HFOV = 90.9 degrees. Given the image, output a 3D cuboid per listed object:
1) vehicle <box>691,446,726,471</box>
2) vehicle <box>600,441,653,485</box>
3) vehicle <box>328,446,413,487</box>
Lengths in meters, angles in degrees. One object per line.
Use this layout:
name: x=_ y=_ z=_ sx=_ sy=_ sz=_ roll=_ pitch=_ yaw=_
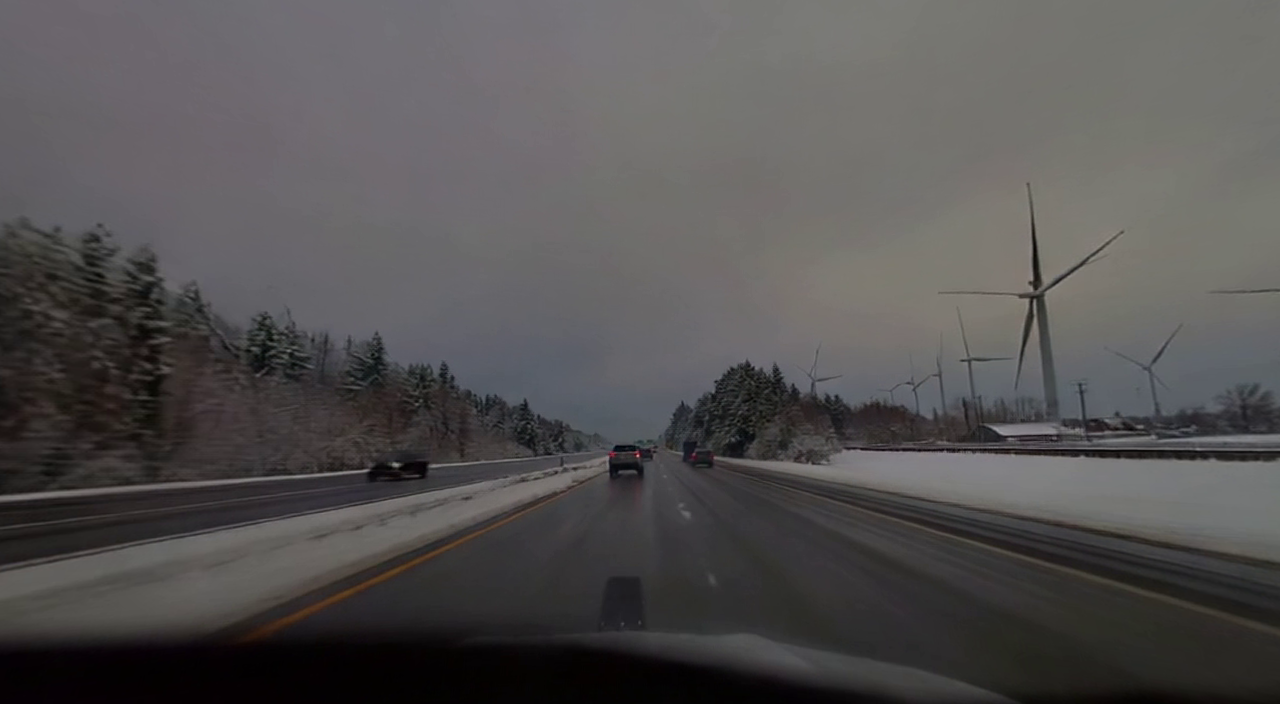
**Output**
vehicle: x=4.828 y=7.570 z=44.922 sx=2.040 sy=1.721 sz=4.507 roll=0 pitch=-9 yaw=1
vehicle: x=-0.508 y=4.734 z=27.196 sx=2.038 sy=1.723 sz=4.150 roll=-1 pitch=-9 yaw=2
vehicle: x=-12.727 y=5.399 z=30.089 sx=1.924 sy=1.754 sz=4.607 roll=-1 pitch=-9 yaw=1
